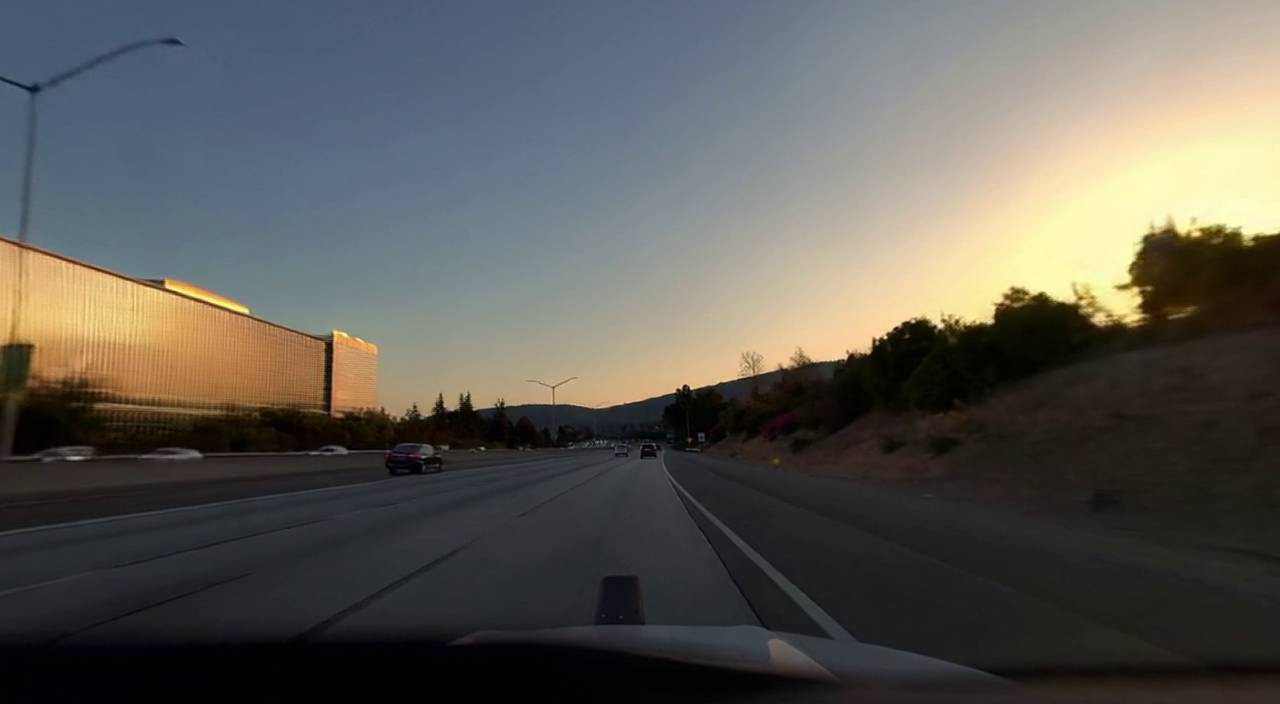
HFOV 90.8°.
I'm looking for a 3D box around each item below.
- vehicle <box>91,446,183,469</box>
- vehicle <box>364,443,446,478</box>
[{"bbox_3d":[-34.334,7.198,43.285,2.309,1.451,4.637,-1,-9,4],"label":"vehicle"},{"bbox_3d":[-10.535,4.875,28.741,1.914,1.440,4.467,0,-8,1],"label":"vehicle"}]
